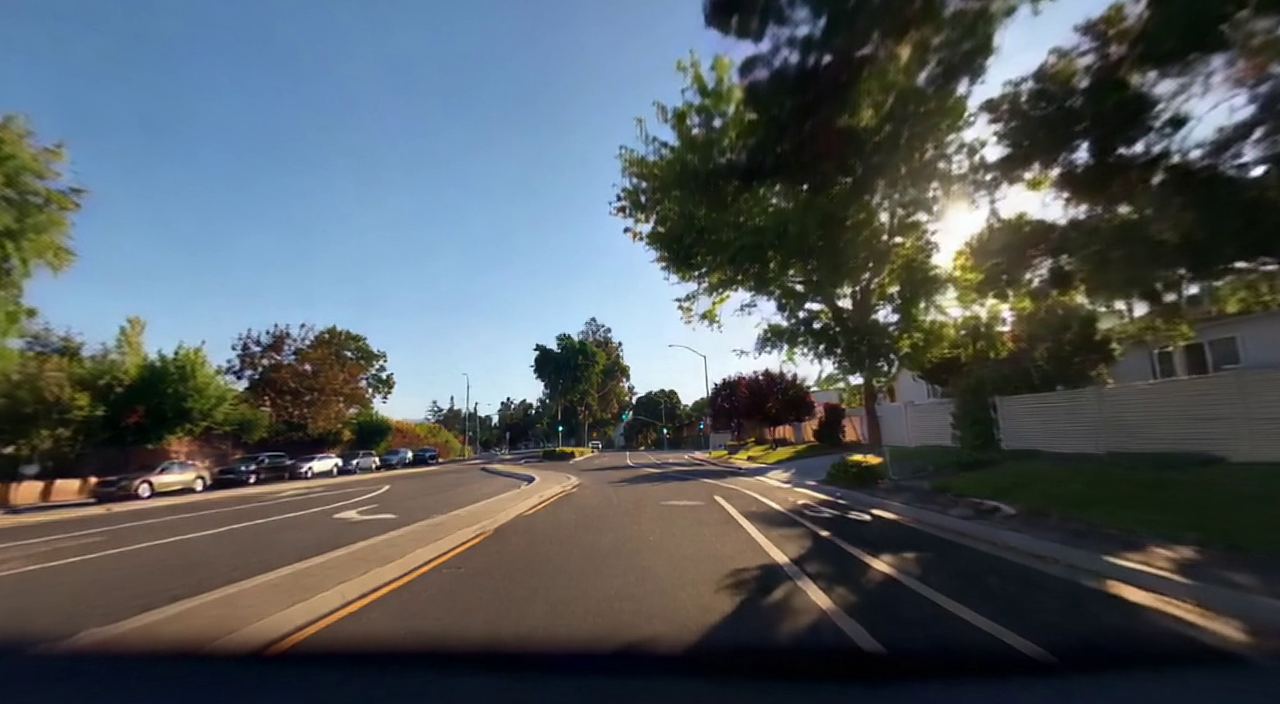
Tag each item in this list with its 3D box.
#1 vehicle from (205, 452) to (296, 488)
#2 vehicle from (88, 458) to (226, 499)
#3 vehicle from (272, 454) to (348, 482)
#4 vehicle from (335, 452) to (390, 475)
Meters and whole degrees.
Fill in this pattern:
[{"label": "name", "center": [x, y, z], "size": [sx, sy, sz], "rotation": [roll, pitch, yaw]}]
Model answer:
[{"label": "vehicle", "center": [-21.557, 6.496, 35.160], "size": [1.974, 1.704, 4.628], "rotation": [1, -8, 2]}, {"label": "vehicle", "center": [-21.560, 5.645, 28.491], "size": [1.919, 1.497, 5.140], "rotation": [-1, -8, 4]}, {"label": "vehicle", "center": [-21.359, 7.505, 41.094], "size": [1.954, 1.575, 5.225], "rotation": [0, -8, 2]}, {"label": "vehicle", "center": [-21.198, 8.530, 48.406], "size": [1.883, 1.506, 4.863], "rotation": [1, -8, 2]}]
